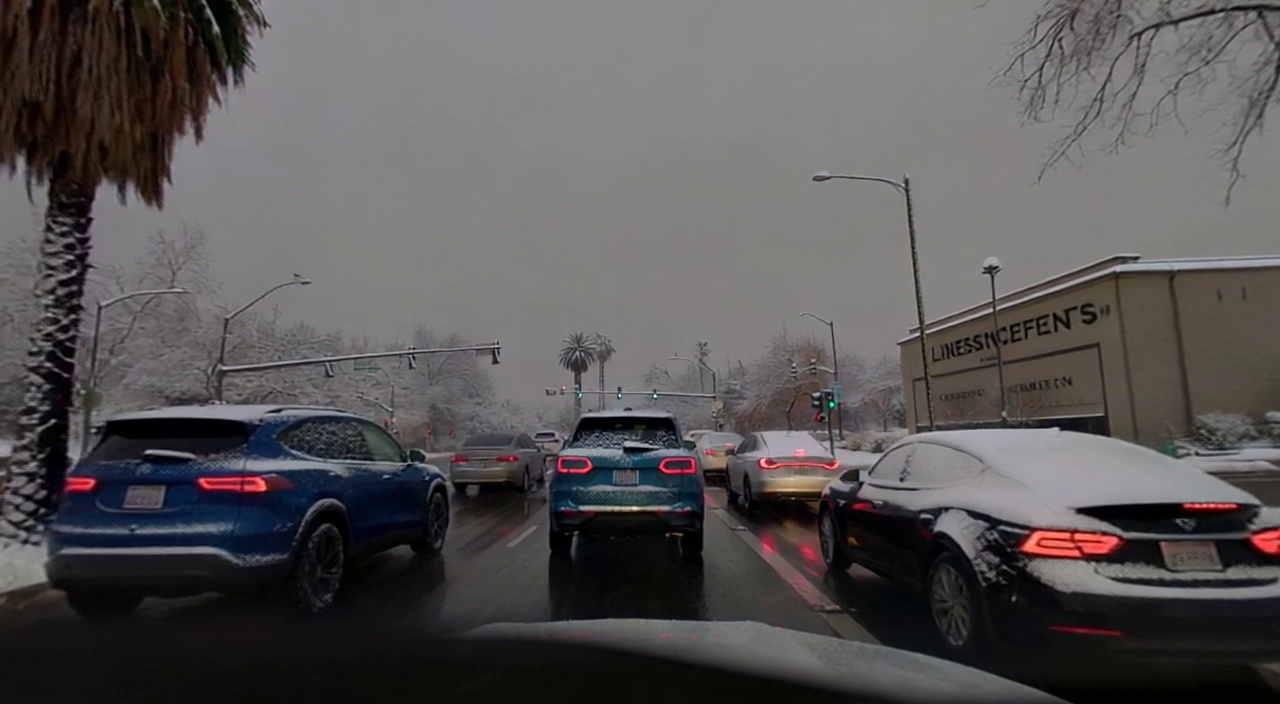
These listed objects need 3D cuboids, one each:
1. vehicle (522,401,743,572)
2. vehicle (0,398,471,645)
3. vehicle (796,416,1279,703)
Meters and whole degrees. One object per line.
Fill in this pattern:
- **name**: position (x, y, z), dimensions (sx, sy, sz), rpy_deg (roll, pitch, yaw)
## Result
- **vehicle**: position (-0.140, 1.708, 8.763), dimensions (2.280, 1.747, 4.361), rpy_deg (0, -8, -2)
- **vehicle**: position (-3.351, 1.397, 6.254), dimensions (2.014, 1.534, 4.455), rpy_deg (0, -9, 1)
- **vehicle**: position (2.968, 1.412, 5.451), dimensions (2.017, 1.491, 4.611), rpy_deg (0, -8, -1)
